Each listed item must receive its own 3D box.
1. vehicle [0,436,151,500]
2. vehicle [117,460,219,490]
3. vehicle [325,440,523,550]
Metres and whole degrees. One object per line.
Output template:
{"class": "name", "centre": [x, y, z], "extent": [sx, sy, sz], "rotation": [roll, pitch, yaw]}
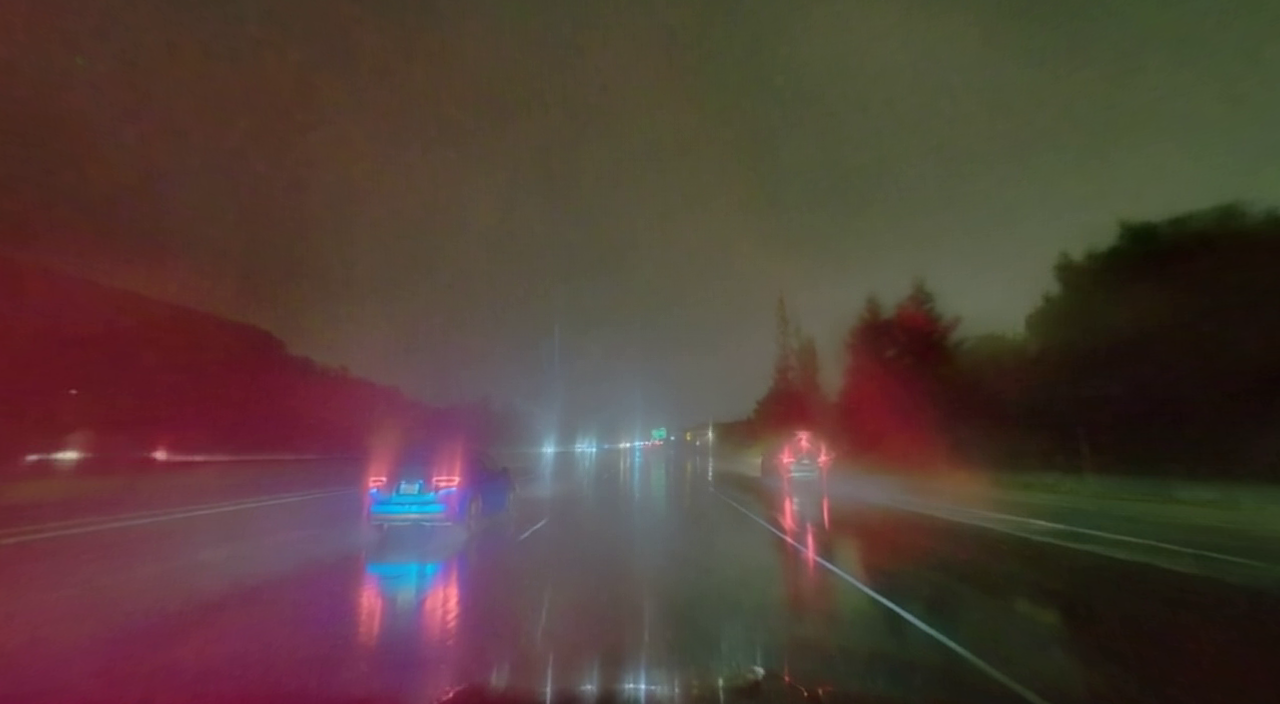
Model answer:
{"class": "vehicle", "centre": [-25.036, 4.993, 27.687], "extent": [2.298, 2.459, 5.934], "rotation": [0, -9, 1]}
{"class": "vehicle", "centre": [-24.965, 6.501, 33.570], "extent": [2.283, 1.455, 3.923], "rotation": [0, -9, 2]}
{"class": "vehicle", "centre": [-3.330, 2.262, 10.625], "extent": [1.935, 1.479, 3.787], "rotation": [0, -9, 1]}
